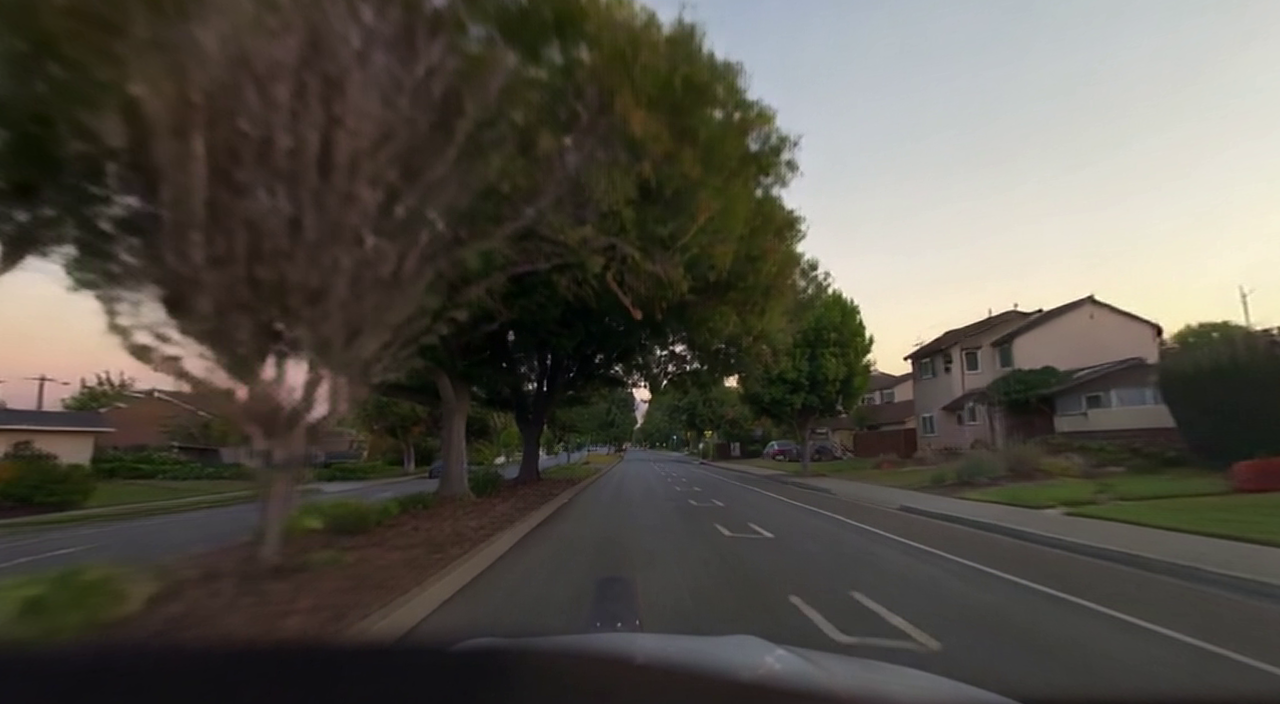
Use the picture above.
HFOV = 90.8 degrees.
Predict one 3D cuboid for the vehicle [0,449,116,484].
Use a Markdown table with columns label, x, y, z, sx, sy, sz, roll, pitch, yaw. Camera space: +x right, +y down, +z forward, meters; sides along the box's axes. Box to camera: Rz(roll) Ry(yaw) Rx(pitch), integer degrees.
| label | x | y | z | sx | sy | sz | roll | pitch | yaw |
| --- | --- | --- | --- | --- | --- | --- | --- | --- | --- |
| vehicle | -27.894 | 5.346 | 29.719 | 4.551 | 1.556 | 2.061 | 0 | -8 | -1 |

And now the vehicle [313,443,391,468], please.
| label | x | y | z | sx | sy | sz | roll | pitch | yaw |
| --- | --- | --- | --- | --- | --- | --- | --- | --- | --- |
| vehicle | -21.919 | 7.857 | 48.210 | 4.889 | 1.822 | 2.159 | 0 | -8 | -3 |
